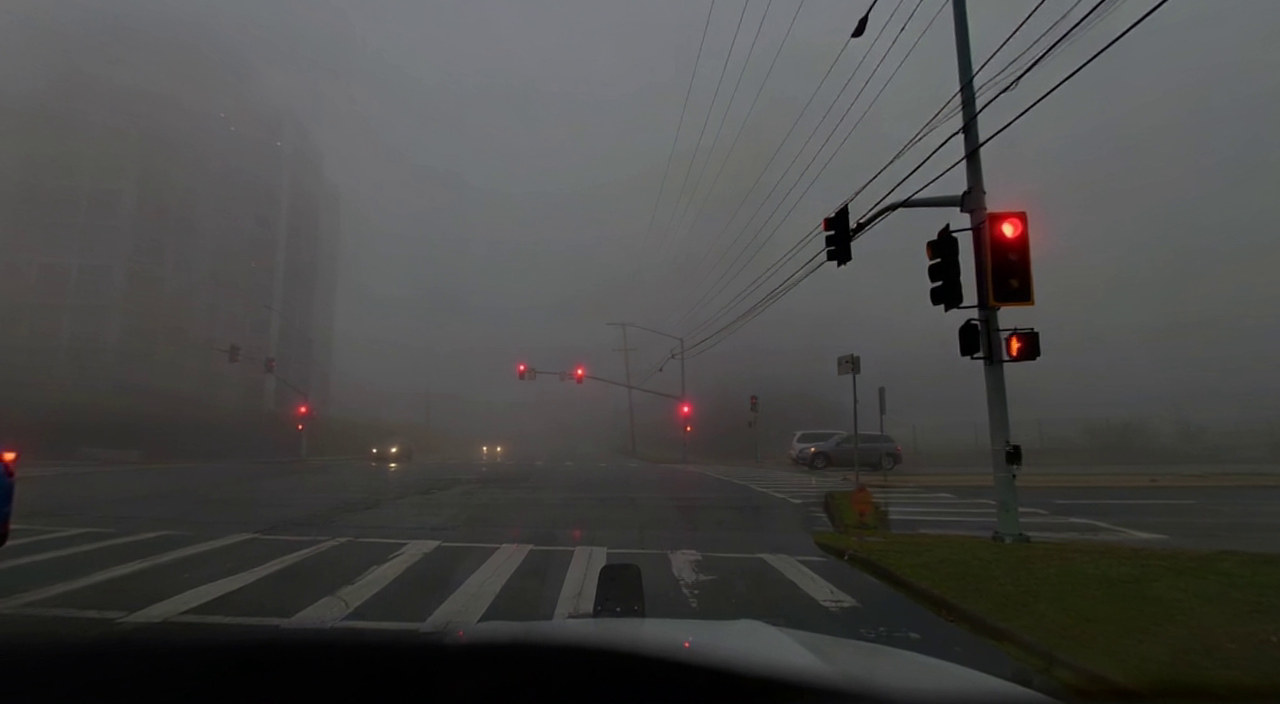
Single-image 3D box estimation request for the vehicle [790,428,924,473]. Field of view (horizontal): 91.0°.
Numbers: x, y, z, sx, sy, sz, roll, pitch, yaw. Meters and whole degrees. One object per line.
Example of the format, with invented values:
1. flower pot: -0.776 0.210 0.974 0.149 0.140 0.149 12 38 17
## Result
1. vehicle: 8.695 4.015 25.726 4.884 1.714 2.021 -2 -9 12
